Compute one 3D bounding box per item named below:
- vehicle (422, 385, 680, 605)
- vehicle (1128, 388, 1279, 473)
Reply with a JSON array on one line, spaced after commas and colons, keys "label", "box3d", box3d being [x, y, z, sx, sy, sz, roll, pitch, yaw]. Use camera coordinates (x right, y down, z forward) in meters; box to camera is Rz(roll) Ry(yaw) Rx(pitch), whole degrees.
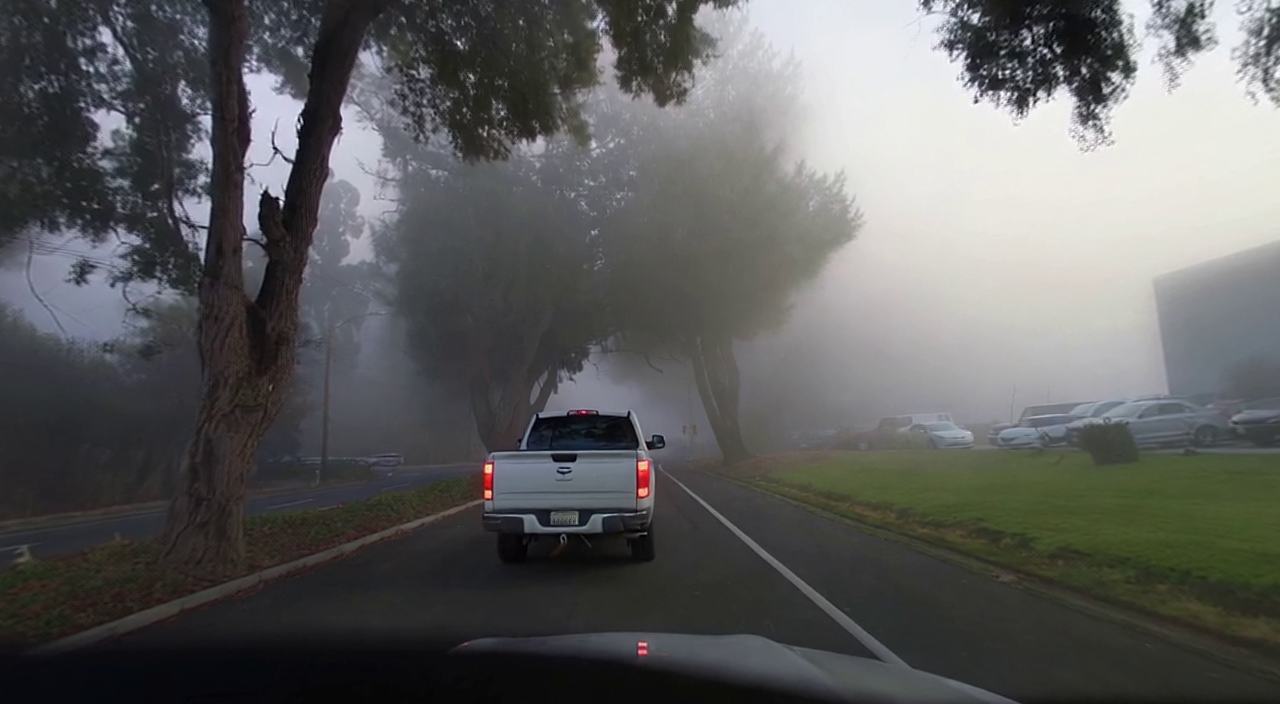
[{"label": "vehicle", "box3d": [-0.670, 1.562, 7.874, 2.157, 1.816, 5.039, 0, -8, 2]}, {"label": "vehicle", "box3d": [11.876, 1.422, 11.475, 4.298, 1.392, 1.944, -1, -8, 2]}]
